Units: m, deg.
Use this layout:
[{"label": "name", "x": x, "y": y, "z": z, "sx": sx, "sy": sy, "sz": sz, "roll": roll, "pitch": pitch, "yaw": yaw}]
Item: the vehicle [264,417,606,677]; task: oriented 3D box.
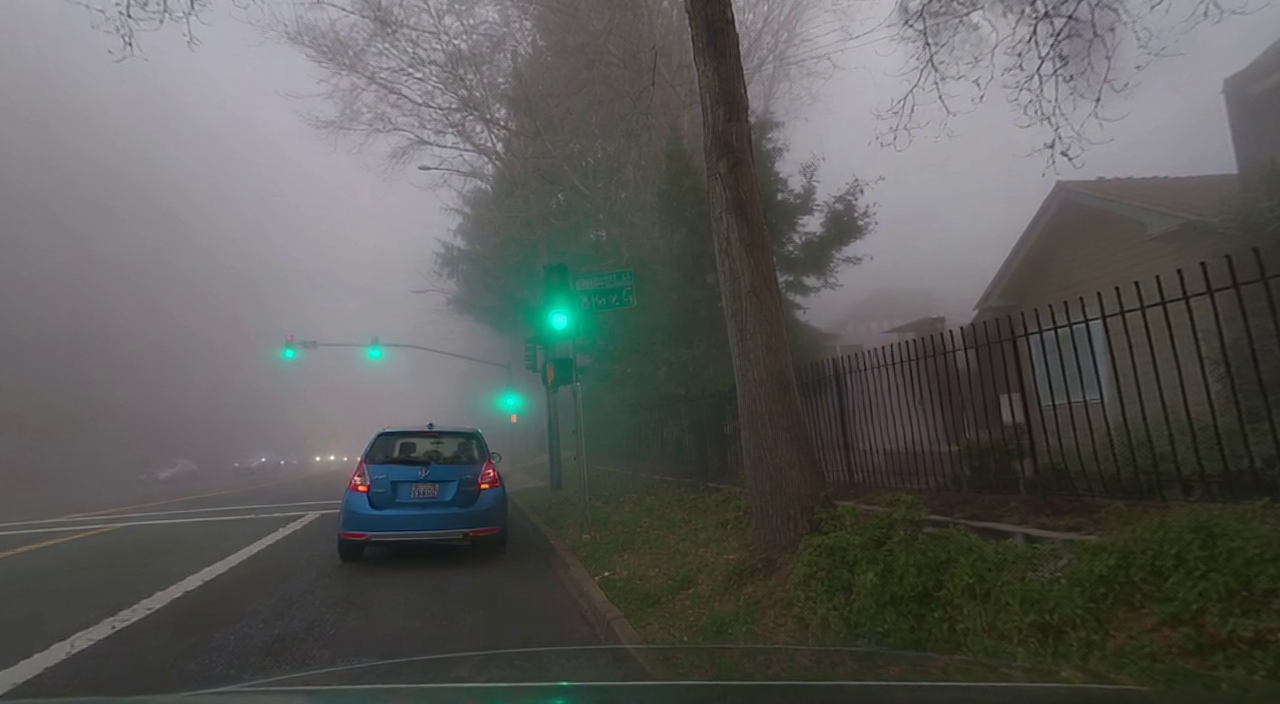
[{"label": "vehicle", "x": -1.725, "y": 1.443, "z": 5.810, "sx": 2.024, "sy": 1.502, "sz": 3.702, "roll": 2, "pitch": -9, "yaw": -16}]

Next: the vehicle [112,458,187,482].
[{"label": "vehicle", "x": -36.700, "y": 8.833, "z": 47.331, "sx": 3.959, "sy": 1.680, "sz": 1.785, "roll": 1, "pitch": -9, "yaw": -11}]
